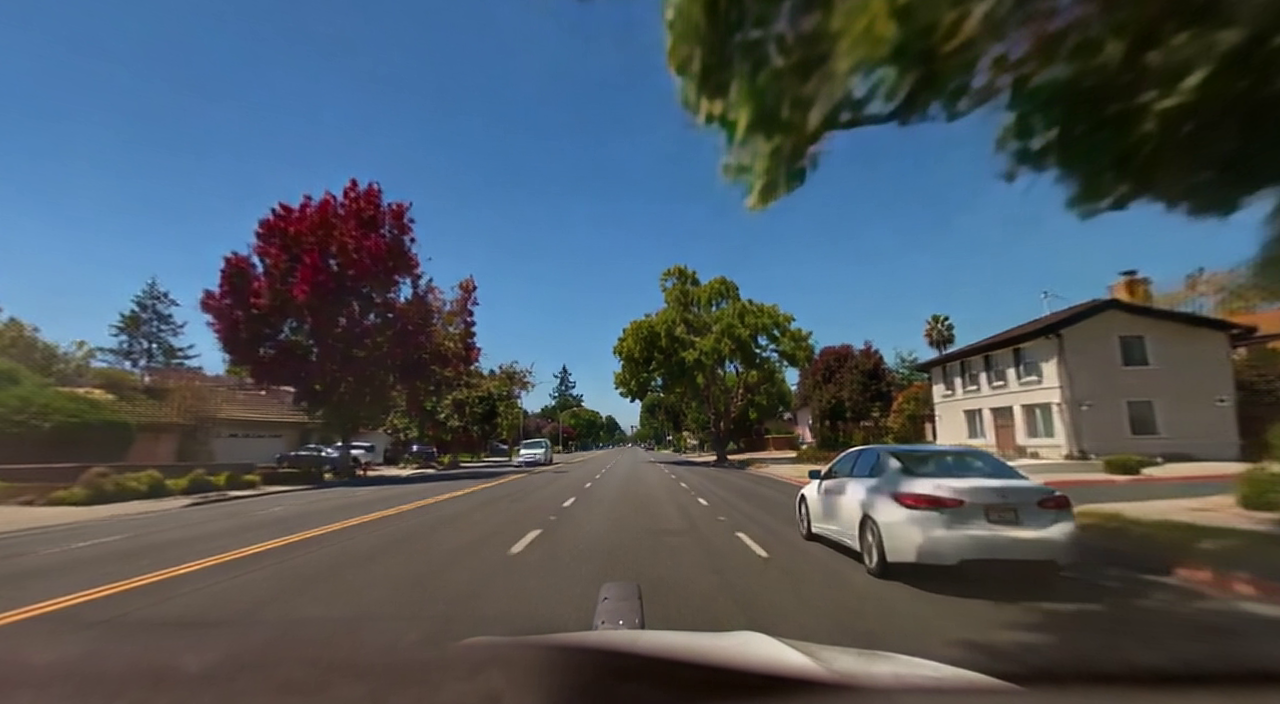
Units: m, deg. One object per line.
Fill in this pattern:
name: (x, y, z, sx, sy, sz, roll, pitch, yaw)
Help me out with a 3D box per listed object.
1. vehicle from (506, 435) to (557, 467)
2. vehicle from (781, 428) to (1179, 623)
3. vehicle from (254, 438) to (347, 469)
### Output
vehicle: (-7.215, 6.690, 42.781, 2.334, 1.985, 6.274, 0, -9, 0)
vehicle: (3.129, 1.669, 7.096, 2.057, 1.493, 4.225, 0, -9, -1)
vehicle: (-20.647, 6.168, 38.541, 4.445, 1.822, 2.095, -1, -9, 4)
